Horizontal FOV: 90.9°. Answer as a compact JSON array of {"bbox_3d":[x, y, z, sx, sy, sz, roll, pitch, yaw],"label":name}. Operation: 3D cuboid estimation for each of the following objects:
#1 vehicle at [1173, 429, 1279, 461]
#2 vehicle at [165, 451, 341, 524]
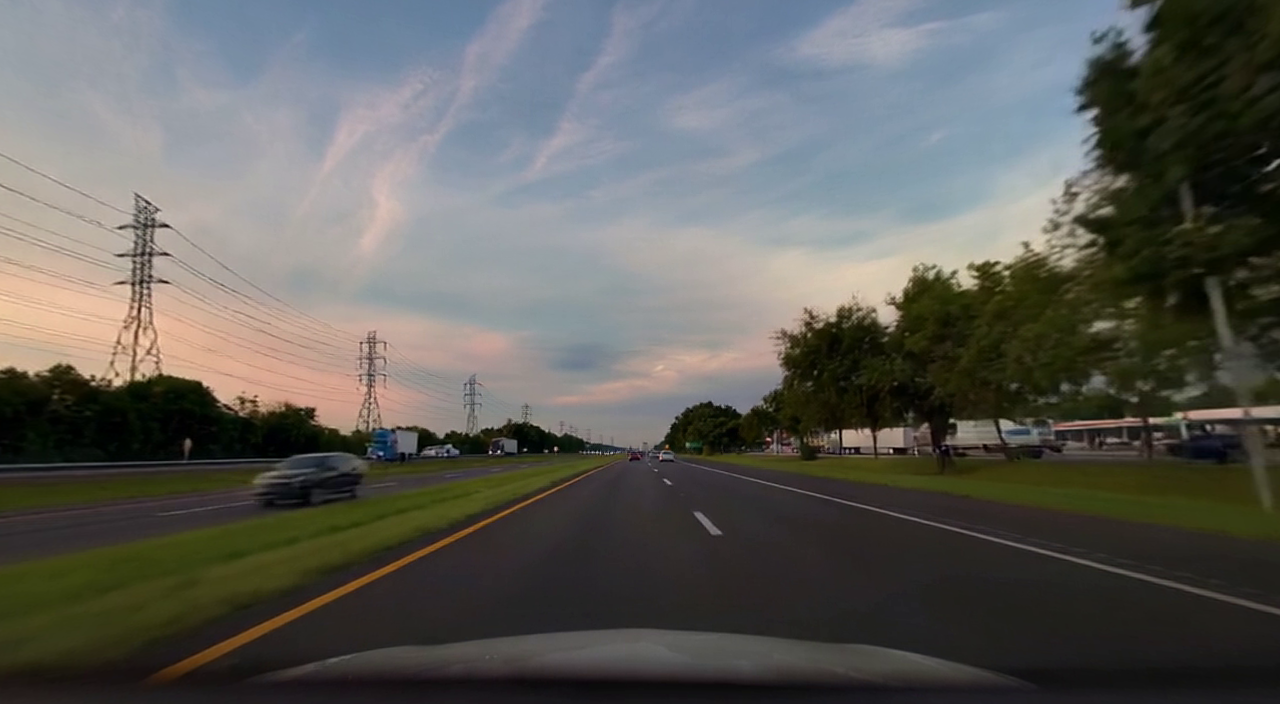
[{"bbox_3d":[29.671,4.639,31.356,4.541,1.499,1.838,-8,-12,43],"label":"vehicle"},{"bbox_3d":[-8.829,3.075,14.813,1.736,1.443,3.756,0,-9,0],"label":"vehicle"}]
